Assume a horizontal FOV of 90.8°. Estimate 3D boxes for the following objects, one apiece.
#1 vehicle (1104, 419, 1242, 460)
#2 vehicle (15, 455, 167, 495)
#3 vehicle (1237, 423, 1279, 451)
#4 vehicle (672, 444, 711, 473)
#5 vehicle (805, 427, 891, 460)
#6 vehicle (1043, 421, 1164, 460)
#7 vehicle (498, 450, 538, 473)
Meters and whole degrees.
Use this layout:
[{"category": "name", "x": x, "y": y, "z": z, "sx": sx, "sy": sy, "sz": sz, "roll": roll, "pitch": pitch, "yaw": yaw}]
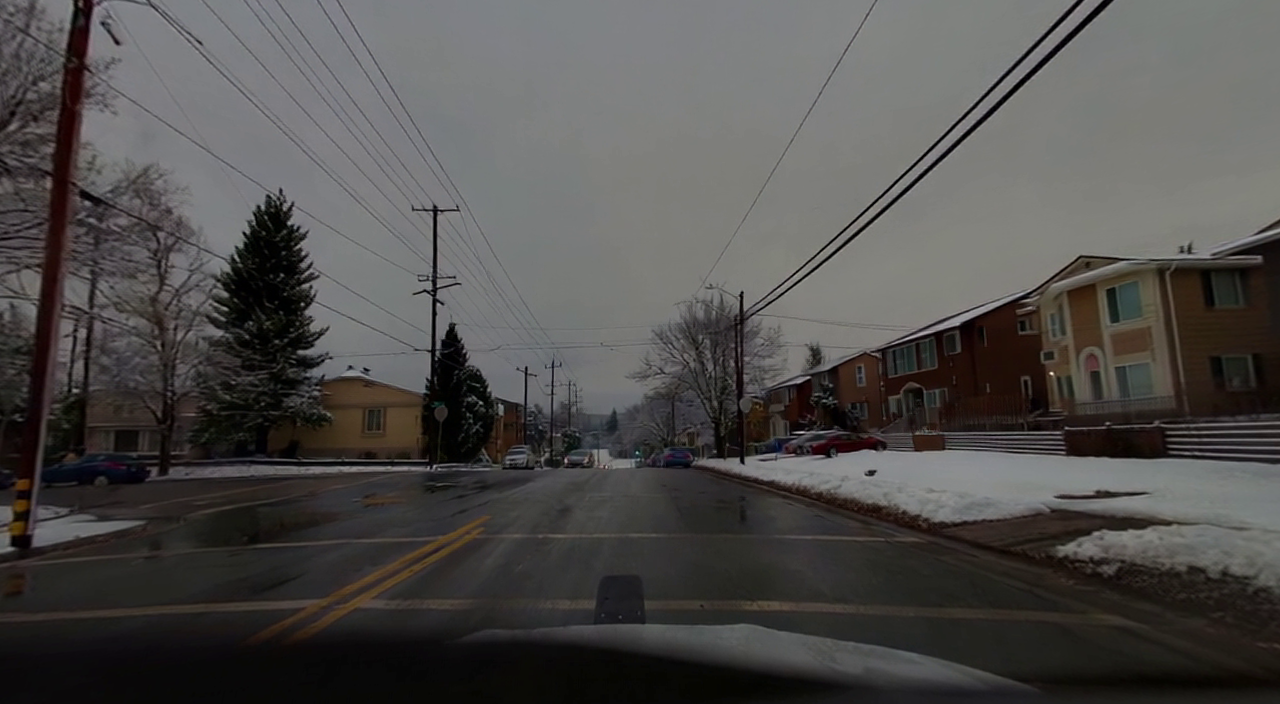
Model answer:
[{"category": "vehicle", "x": 22.389, "y": 3.717, "z": 26.659, "sx": 4.002, "sy": 1.505, "sz": 2.061, "roll": -1, "pitch": -10, "yaw": -5}, {"category": "vehicle", "x": -22.309, "y": 4.991, "z": 25.802, "sx": 4.424, "sy": 1.486, "sz": 1.814, "roll": 0, "pitch": -8, "yaw": -2}, {"category": "vehicle", "x": 33.073, "y": 4.418, "z": 32.713, "sx": 3.433, "sy": 1.389, "sz": 1.683, "roll": 3, "pitch": -9, "yaw": -22}, {"category": "vehicle", "x": 3.236, "y": 6.802, "z": 40.526, "sx": 1.993, "sy": 1.755, "sz": 4.256, "roll": 0, "pitch": -8, "yaw": -2}, {"category": "vehicle", "x": 11.217, "y": 4.928, "z": 33.939, "sx": 4.509, "sy": 1.664, "sz": 1.981, "roll": 6, "pitch": -10, "yaw": -34}, {"category": "vehicle", "x": 22.099, "y": 4.175, "z": 30.352, "sx": 4.320, "sy": 1.673, "sz": 1.957, "roll": -2, "pitch": -5, "yaw": 24}, {"category": "vehicle", "x": -8.560, "y": 7.682, "z": 44.542, "sx": 2.066, "sy": 1.472, "sz": 4.353, "roll": 0, "pitch": -8, "yaw": -2}]
